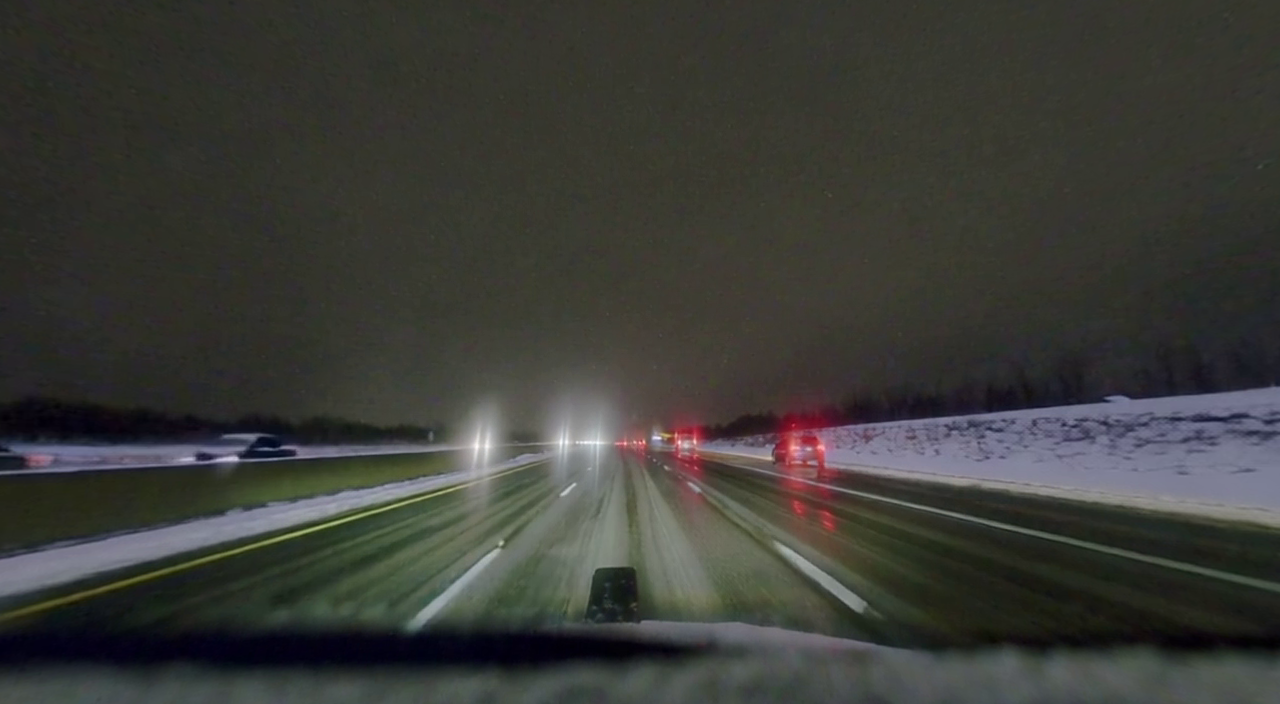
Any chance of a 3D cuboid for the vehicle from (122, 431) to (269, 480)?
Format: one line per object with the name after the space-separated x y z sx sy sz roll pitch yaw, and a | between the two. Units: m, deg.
-15.907 3.715 22.924 1.923 1.544 4.791 0 -8 -1 | vehicle
